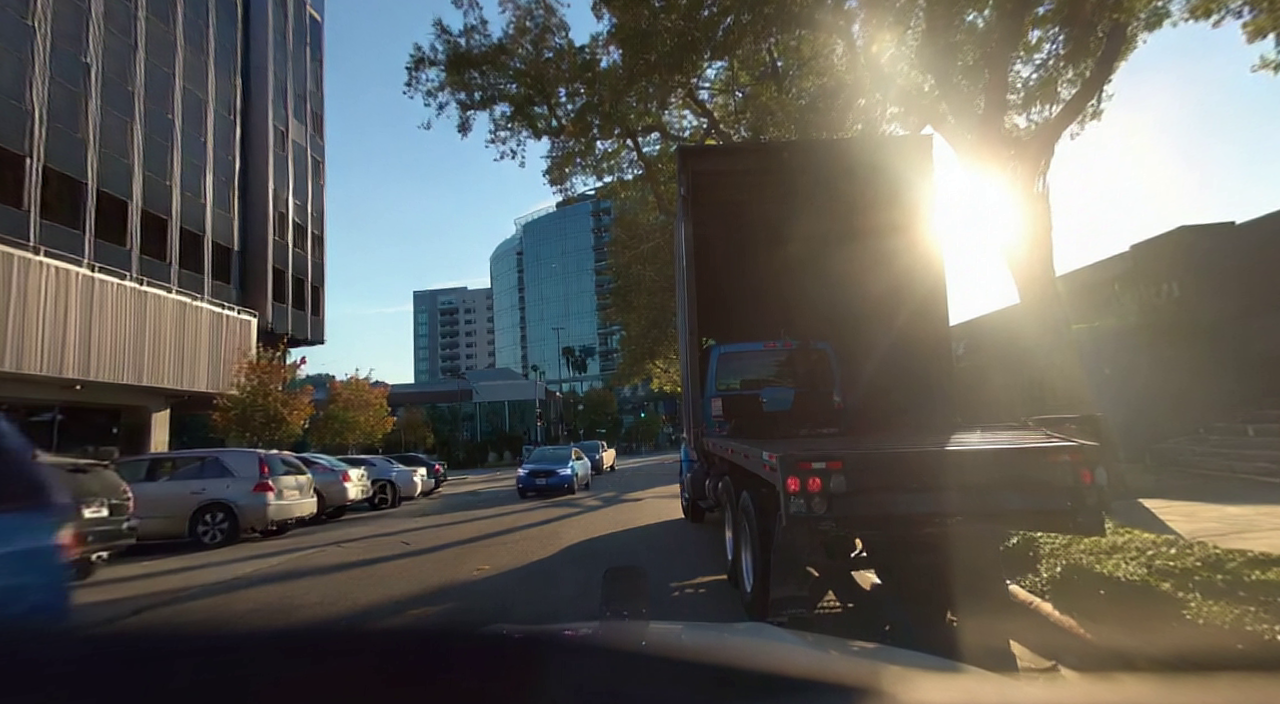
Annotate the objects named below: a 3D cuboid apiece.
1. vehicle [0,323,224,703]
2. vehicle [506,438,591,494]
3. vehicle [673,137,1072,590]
[{"bbox_3d":[-3.434,0.618,0.938,2.223,1.804,4.746,0,-8,2],"label":"vehicle"},{"bbox_3d":[-2.767,3.550,20.093,2.183,1.563,4.257,0,-8,-2],"label":"vehicle"},{"bbox_3d":[2.544,0.852,11.417,3.320,4.034,11.553,-1,-8,6],"label":"vehicle"}]
